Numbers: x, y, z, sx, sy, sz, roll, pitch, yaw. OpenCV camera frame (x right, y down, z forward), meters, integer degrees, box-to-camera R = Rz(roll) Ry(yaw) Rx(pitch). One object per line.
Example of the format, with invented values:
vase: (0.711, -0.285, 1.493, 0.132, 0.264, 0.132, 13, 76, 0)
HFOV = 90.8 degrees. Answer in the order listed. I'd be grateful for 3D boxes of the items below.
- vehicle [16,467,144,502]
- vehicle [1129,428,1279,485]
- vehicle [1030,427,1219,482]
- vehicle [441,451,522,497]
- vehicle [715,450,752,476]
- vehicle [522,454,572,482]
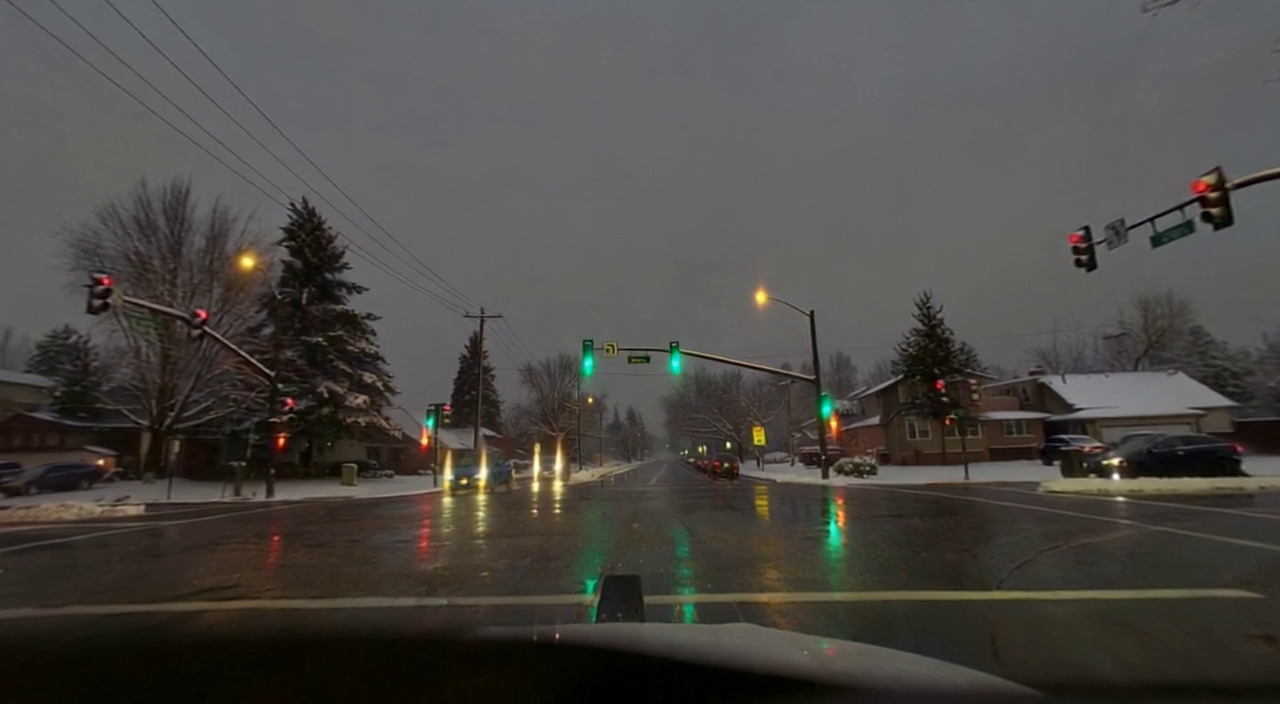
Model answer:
vehicle: (-30.107, 7.108, 34.235, 2.106, 1.586, 5.009, -1, -9, 4)
vehicle: (16.953, 2.963, 18.002, 4.345, 1.517, 1.913, 0, -9, 2)
vehicle: (16.011, 3.429, 21.113, 4.452, 1.711, 2.186, 0, -9, 1)
vehicle: (-6.350, 4.896, 25.843, 1.982, 1.686, 4.195, -1, -9, 3)
vehicle: (6.204, 7.340, 42.167, 1.891, 1.611, 4.269, 0, -9, 1)
vehicle: (-5.912, 7.426, 40.753, 2.270, 1.605, 4.958, -2, -9, 3)
